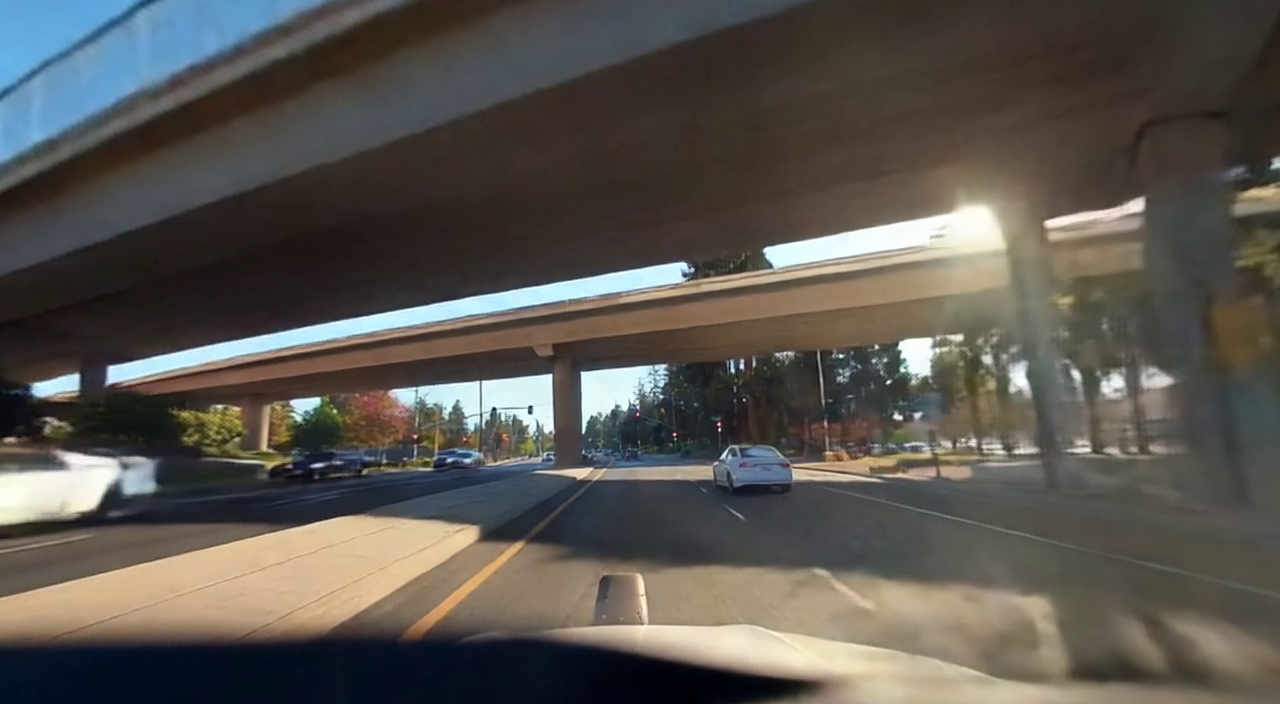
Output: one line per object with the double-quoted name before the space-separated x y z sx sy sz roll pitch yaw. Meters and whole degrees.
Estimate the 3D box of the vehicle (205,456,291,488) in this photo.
"vehicle" -21.074 6.429 34.198 1.946 1.502 4.195 0 -8 0

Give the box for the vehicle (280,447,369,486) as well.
"vehicle" -14.434 5.206 29.201 1.912 1.632 4.326 0 -8 0

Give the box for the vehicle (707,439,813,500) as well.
"vehicle" 3.258 3.284 18.116 2.062 1.484 4.332 0 -8 -2
